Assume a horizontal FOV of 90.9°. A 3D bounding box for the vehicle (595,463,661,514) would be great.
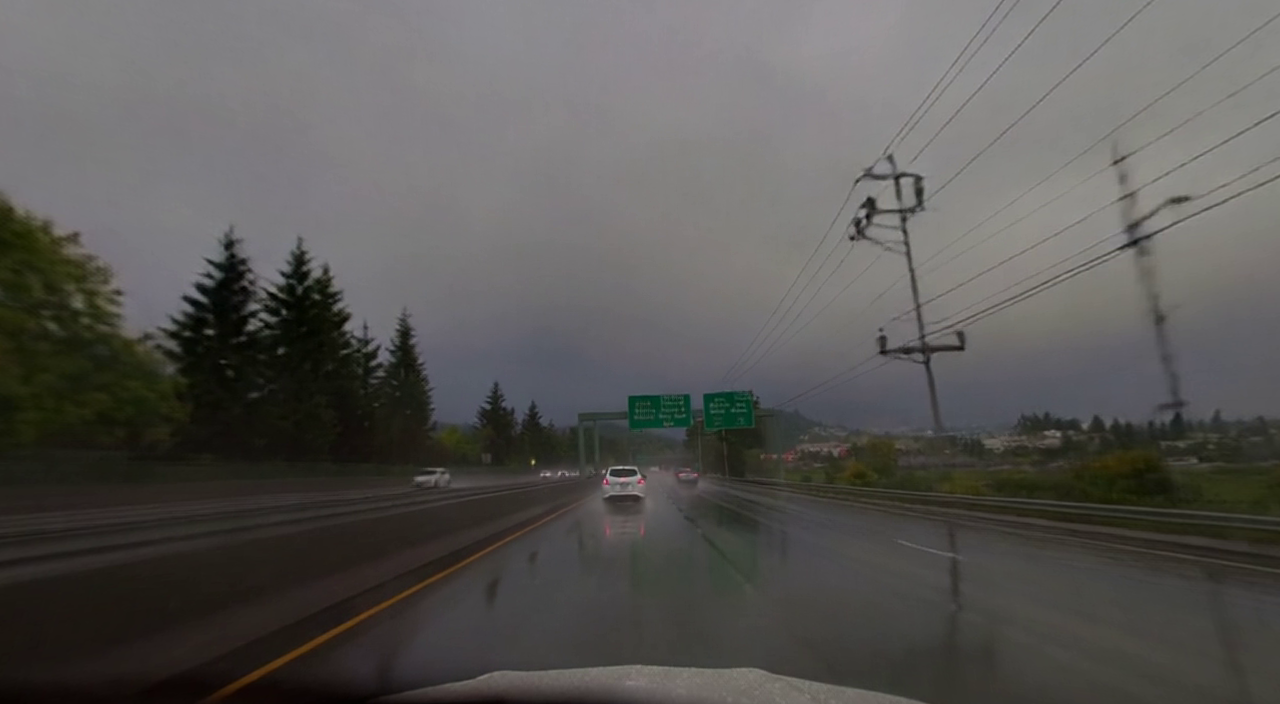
[{"bbox_3d":[-0.364,4.471,20.959,1.987,1.480,3.786,1,-10,0],"label":"vehicle"}]
